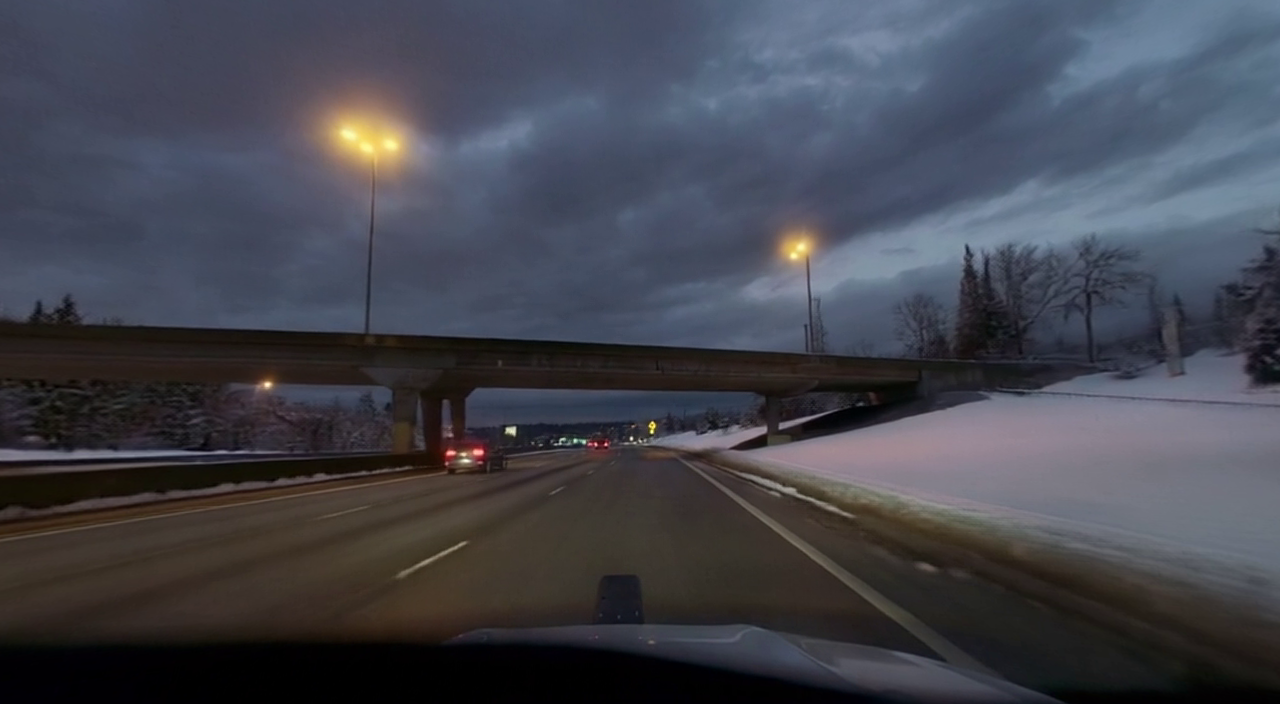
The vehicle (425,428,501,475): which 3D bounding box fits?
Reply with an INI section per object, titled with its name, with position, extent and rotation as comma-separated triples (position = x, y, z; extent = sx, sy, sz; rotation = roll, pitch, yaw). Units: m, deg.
[vehicle]
position = -7.721, 4.372, 27.906
extent = 1.956, 1.888, 4.512
rotation = -1, -8, 1
